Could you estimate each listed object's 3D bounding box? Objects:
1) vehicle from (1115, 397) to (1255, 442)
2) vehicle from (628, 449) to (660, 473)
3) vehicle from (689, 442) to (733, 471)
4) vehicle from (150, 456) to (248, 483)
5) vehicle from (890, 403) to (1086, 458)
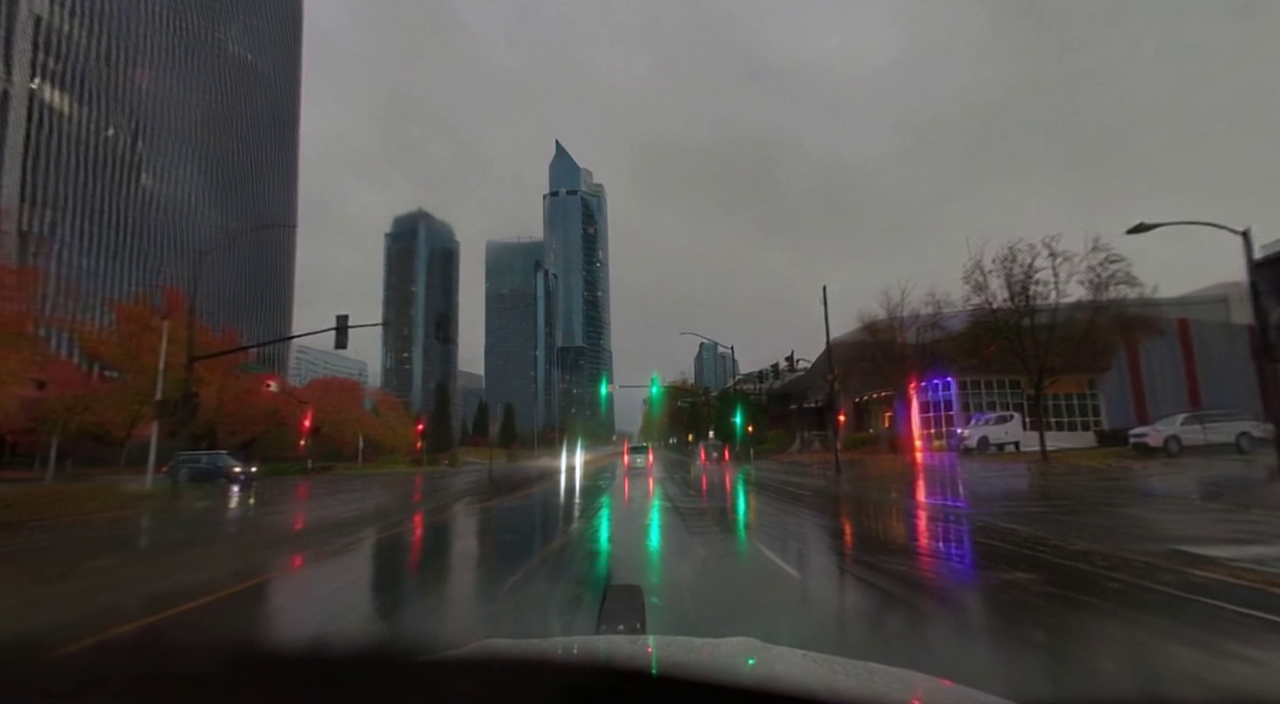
[{"bbox_3d":[23.400,2.994,27.350,1.887,1.635,4.695,1,-9,0],"label":"vehicle"},{"bbox_3d":[0.245,7.284,42.355,2.014,1.525,4.197,0,-9,0],"label":"vehicle"},{"bbox_3d":[4.569,6.821,41.359,2.174,1.749,4.739,0,-9,-2],"label":"vehicle"},{"bbox_3d":[-26.790,7.131,38.327,4.500,1.555,1.913,0,-9,3],"label":"vehicle"},{"bbox_3d":[22.947,5.292,42.136,10.893,3.534,3.195,-1,-9,4],"label":"vehicle"}]
